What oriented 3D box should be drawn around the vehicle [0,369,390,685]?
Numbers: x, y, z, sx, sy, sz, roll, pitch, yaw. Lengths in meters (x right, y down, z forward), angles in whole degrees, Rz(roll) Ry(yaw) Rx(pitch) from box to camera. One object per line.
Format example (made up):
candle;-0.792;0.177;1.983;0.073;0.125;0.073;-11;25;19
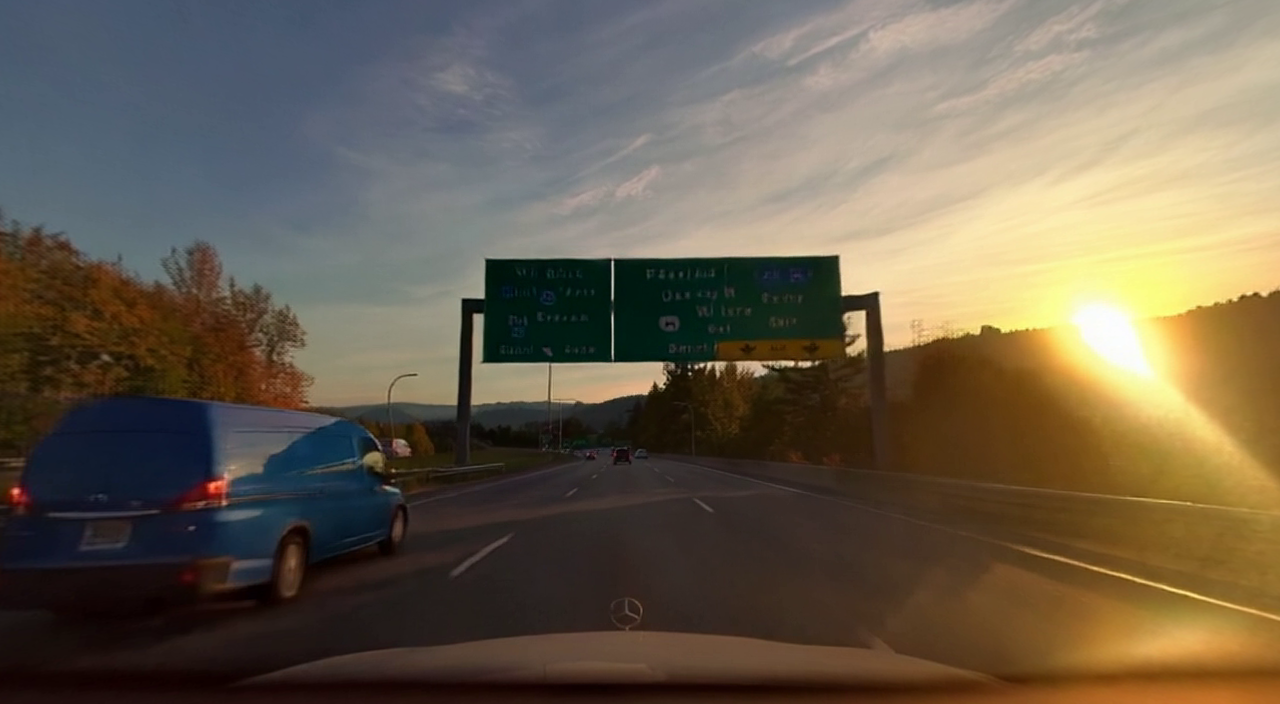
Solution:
vehicle;-4.181;1.325;5.839;1.971;1.795;4.389;0;-9;-1
